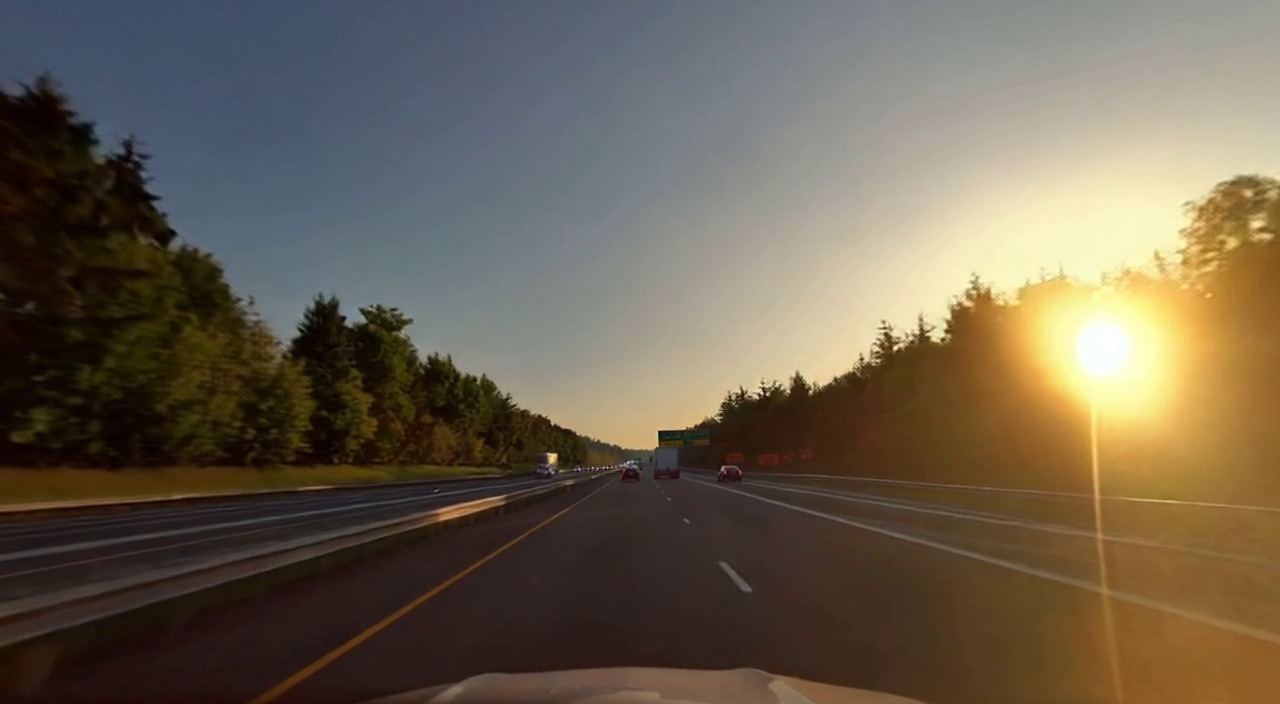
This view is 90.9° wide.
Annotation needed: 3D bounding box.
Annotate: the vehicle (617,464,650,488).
[{"bbox_3d":[-0.438,8.004,40.885,2.025,1.452,3.927,1,-10,-1],"label":"vehicle"}]
